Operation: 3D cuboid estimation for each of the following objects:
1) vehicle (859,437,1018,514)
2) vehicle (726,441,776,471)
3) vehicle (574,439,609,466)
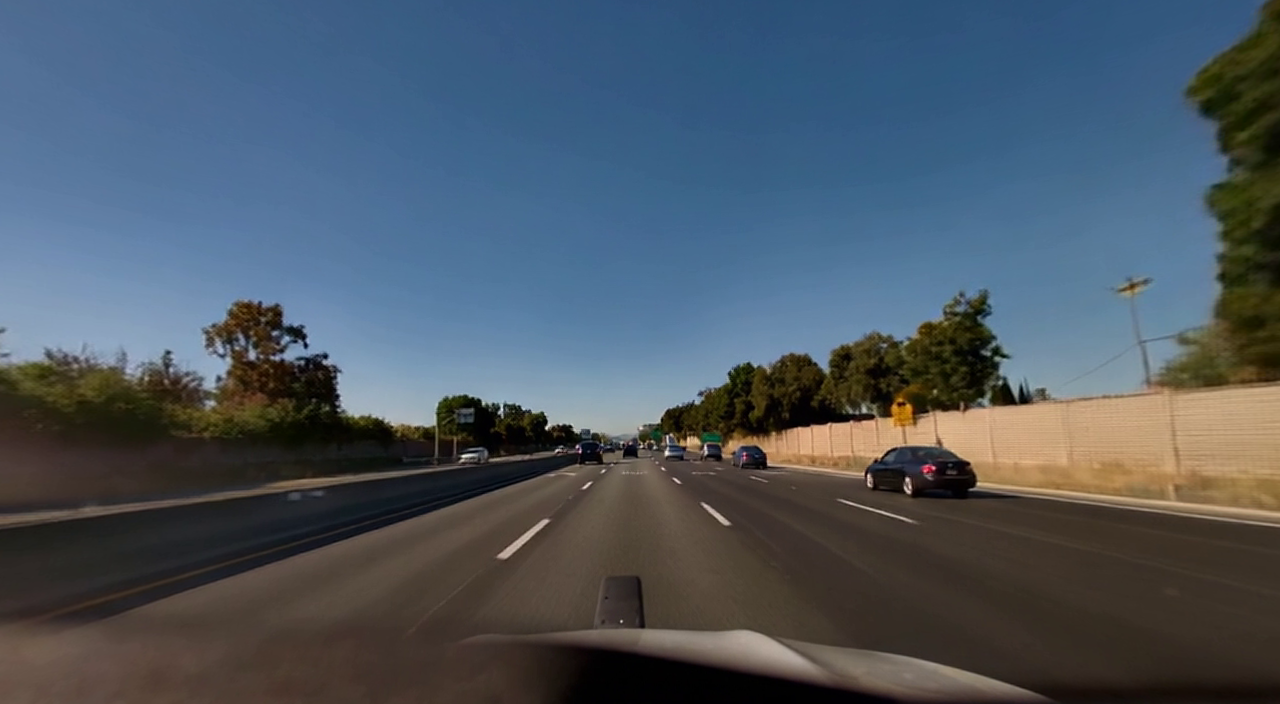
[{"bbox_3d":[6.688,2.772,14.669,1.838,1.518,3.713,0,-8,0],"label":"vehicle"},{"bbox_3d":[6.304,5.974,36.405,1.987,1.597,4.463,0,-8,-1],"label":"vehicle"},{"bbox_3d":[-3.553,7.462,47.077,2.230,1.827,4.406,0,-8,0],"label":"vehicle"}]
